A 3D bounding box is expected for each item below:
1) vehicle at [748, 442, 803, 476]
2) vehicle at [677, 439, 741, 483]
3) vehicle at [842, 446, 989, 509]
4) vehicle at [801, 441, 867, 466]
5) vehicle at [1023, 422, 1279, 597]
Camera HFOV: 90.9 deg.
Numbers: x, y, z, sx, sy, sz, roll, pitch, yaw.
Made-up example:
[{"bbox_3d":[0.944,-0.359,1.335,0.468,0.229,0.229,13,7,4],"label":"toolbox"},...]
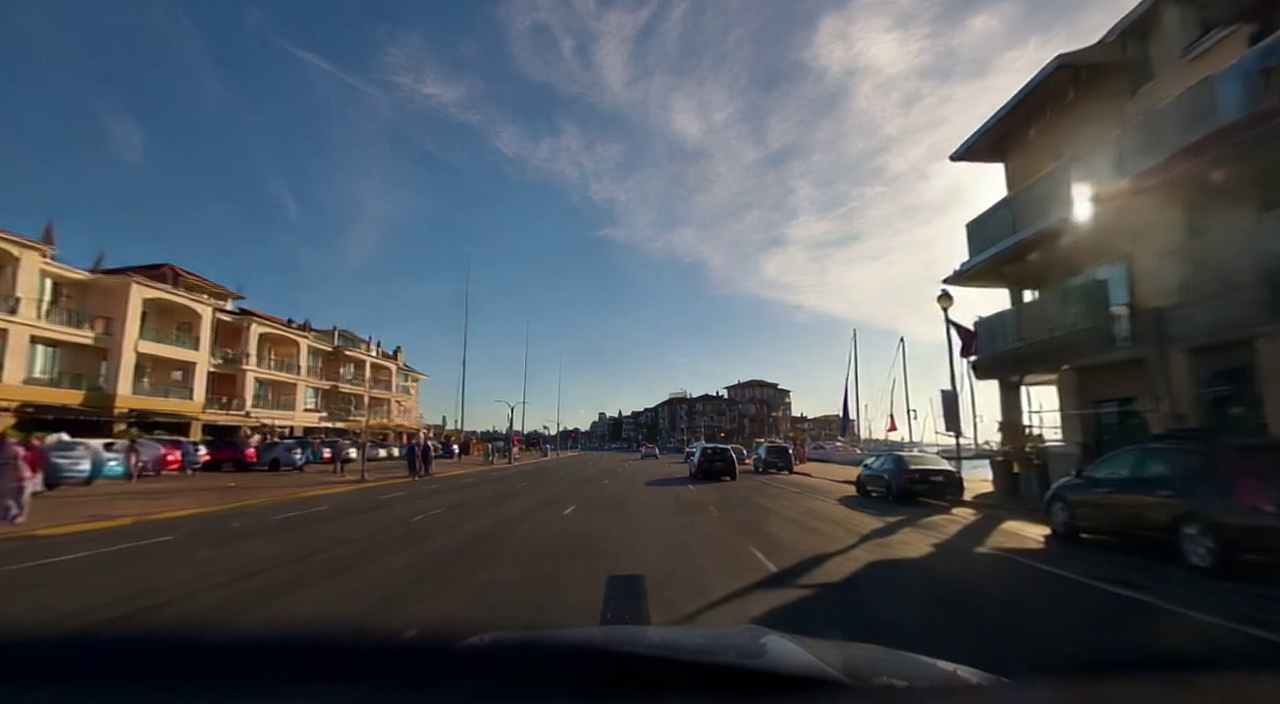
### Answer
[{"bbox_3d":[7.501,5.946,35.394,2.029,1.750,4.825,0,-9,0],"label":"vehicle"},{"bbox_3d":[2.713,4.405,25.787,2.047,1.640,4.051,0,-9,-1],"label":"vehicle"},{"bbox_3d":[7.502,3.432,17.739,2.112,1.514,4.371,0,-9,-1],"label":"vehicle"},{"bbox_3d":[14.845,7.762,48.413,4.406,1.783,2.020,2,-8,-4],"label":"vehicle"},{"bbox_3d":[7.370,1.861,8.239,1.901,1.726,4.517,-1,-9,1],"label":"vehicle"}]
